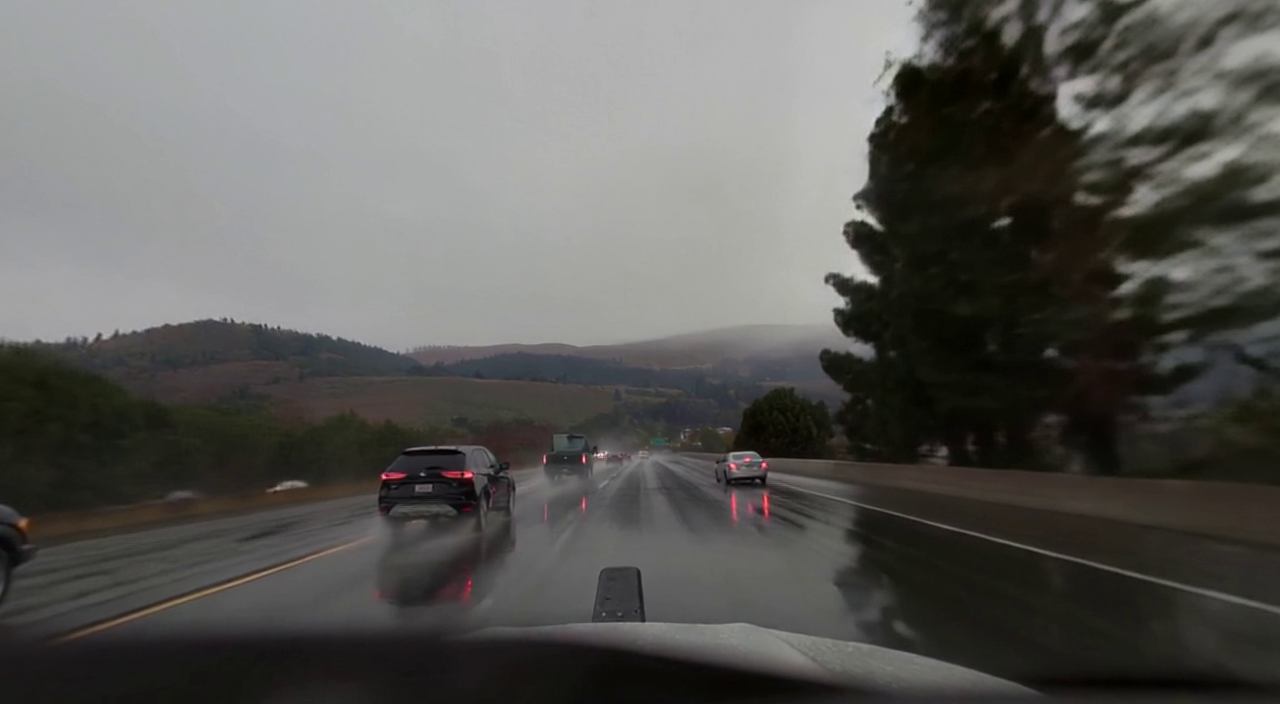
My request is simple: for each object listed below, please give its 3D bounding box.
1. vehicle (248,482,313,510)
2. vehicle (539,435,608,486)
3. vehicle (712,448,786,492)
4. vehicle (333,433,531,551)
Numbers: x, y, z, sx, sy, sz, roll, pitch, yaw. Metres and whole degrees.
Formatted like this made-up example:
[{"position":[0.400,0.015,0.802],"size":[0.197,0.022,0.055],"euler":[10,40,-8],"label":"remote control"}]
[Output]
[{"position":[-27.948,11.188,49.225],"size":[2.017,1.720,5.219],"euler":[0,-8,0],"label":"vehicle"},{"position":[-2.987,5.080,29.790],"size":[2.494,2.136,5.539],"euler":[0,-9,2],"label":"vehicle"},{"position":[4.185,4.591,24.934],"size":[2.071,1.570,4.637],"euler":[0,-9,0],"label":"vehicle"},{"position":[-3.432,2.391,11.429],"size":[2.080,1.716,4.207],"euler":[0,-9,1],"label":"vehicle"}]
